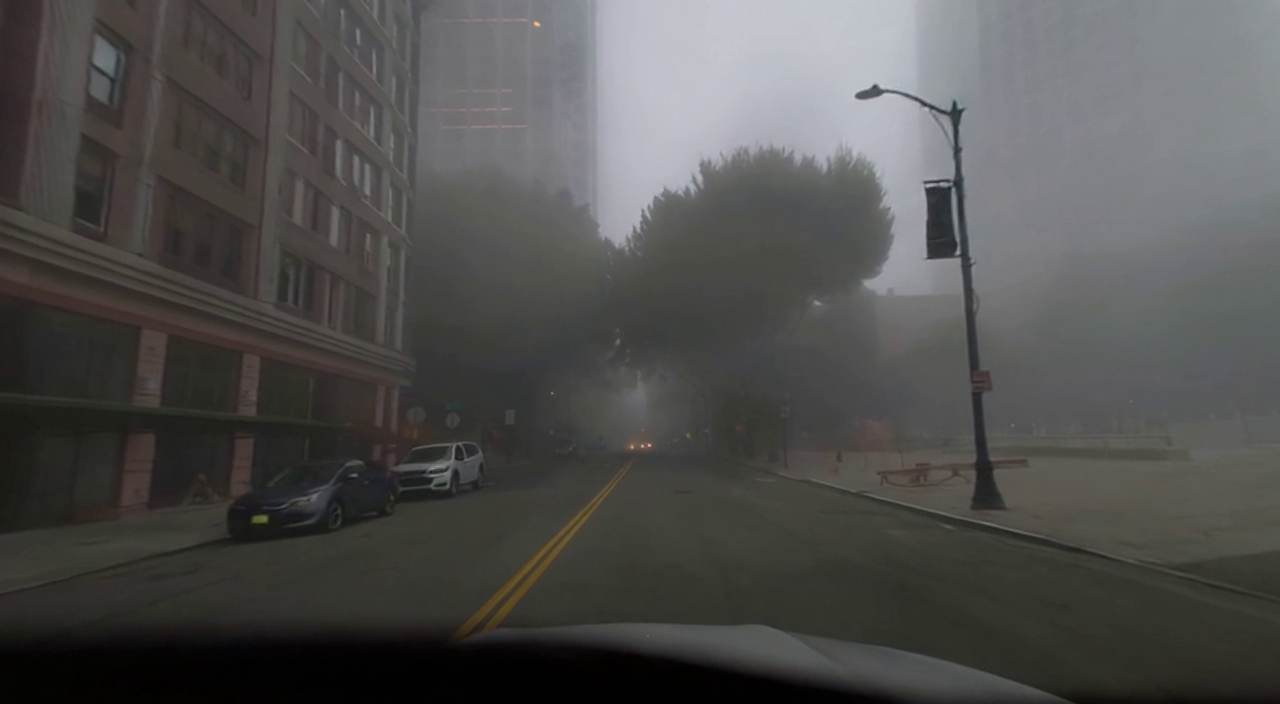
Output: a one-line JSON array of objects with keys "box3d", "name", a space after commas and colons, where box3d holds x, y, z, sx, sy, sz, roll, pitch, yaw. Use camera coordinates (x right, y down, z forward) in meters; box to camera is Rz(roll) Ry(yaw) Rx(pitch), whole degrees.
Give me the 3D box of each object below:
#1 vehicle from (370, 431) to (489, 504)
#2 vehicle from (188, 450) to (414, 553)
[{"box3d": [-6.528, 3.616, 20.192, 2.273, 1.871, 4.920, -4, -8, -2], "name": "vehicle"}, {"box3d": [-6.718, 2.942, 13.308, 2.270, 1.539, 4.855, -4, -8, -2], "name": "vehicle"}]
